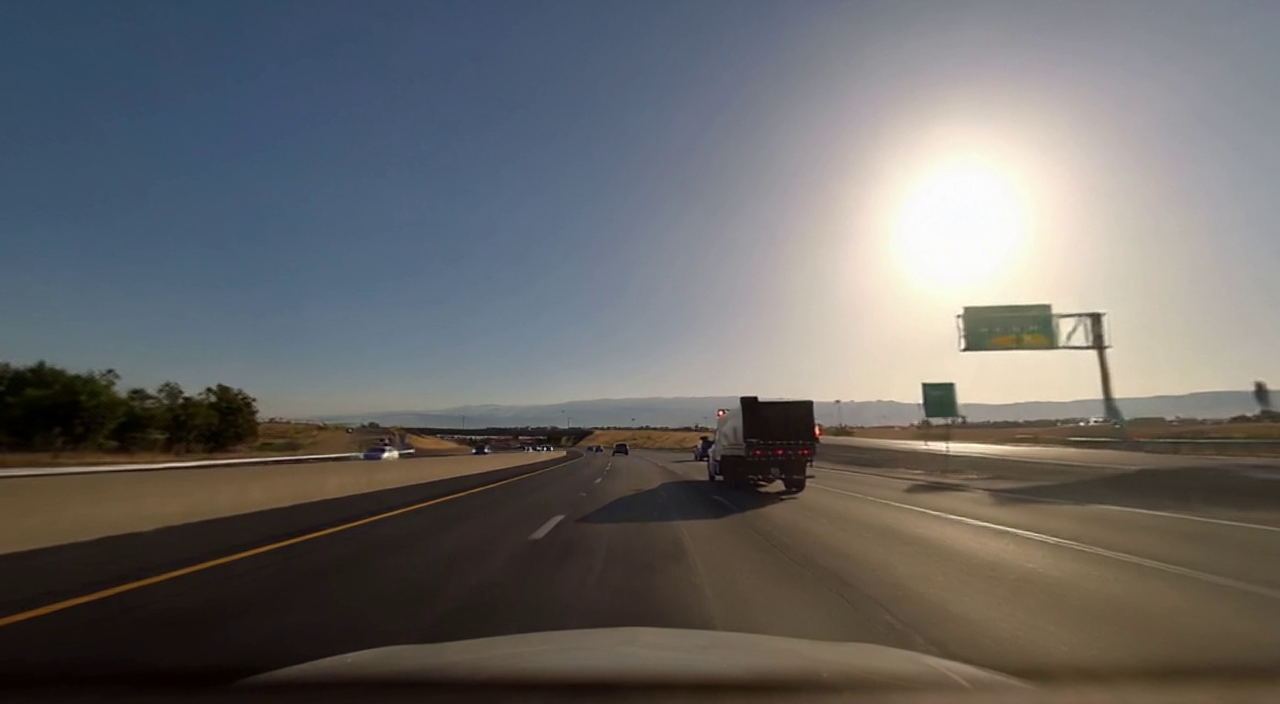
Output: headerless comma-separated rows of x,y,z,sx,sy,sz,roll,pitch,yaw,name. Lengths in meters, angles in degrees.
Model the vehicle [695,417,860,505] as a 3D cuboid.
3.580,3.142,18.795,2.981,2.053,7.897,0,-9,-1,vehicle
